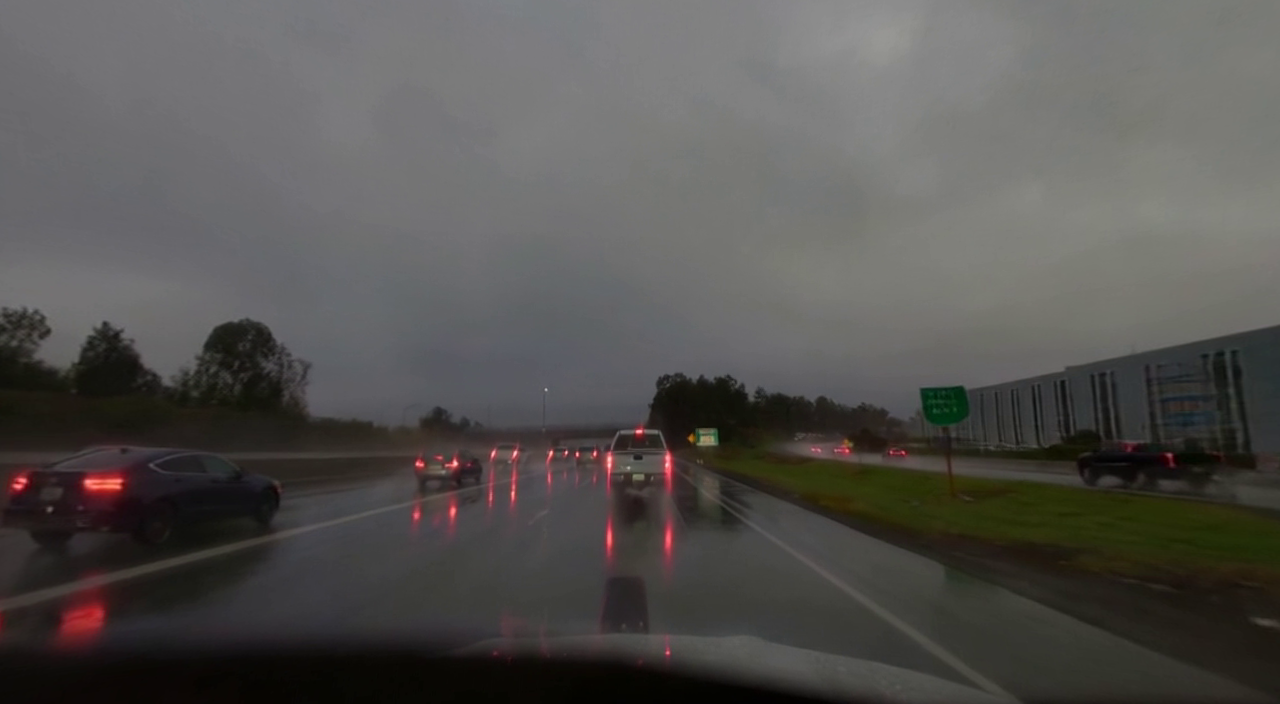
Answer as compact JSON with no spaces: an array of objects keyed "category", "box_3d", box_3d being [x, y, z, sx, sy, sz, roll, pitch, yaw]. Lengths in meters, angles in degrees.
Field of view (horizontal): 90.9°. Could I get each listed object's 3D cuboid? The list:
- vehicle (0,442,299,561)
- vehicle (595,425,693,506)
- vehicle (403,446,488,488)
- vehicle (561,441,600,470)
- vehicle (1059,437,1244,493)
[{"category":"vehicle","box_3d":[-7.589,2.189,10.044,1.864,1.458,4.295,0,-9,0]},{"category":"vehicle","box_3d":[0.080,2.806,15.954,2.152,1.779,3.924,0,-9,0]},{"category":"vehicle","box_3d":[-7.357,4.385,24.372,1.869,1.466,4.217,0,-9,1]},{"category":"vehicle","box_3d":[-3.527,6.227,38.202,1.952,1.649,4.131,0,-9,1]},{"category":"vehicle","box_3d":[15.280,3.391,19.292,1.918,1.472,4.782,-1,-9,4]}]
